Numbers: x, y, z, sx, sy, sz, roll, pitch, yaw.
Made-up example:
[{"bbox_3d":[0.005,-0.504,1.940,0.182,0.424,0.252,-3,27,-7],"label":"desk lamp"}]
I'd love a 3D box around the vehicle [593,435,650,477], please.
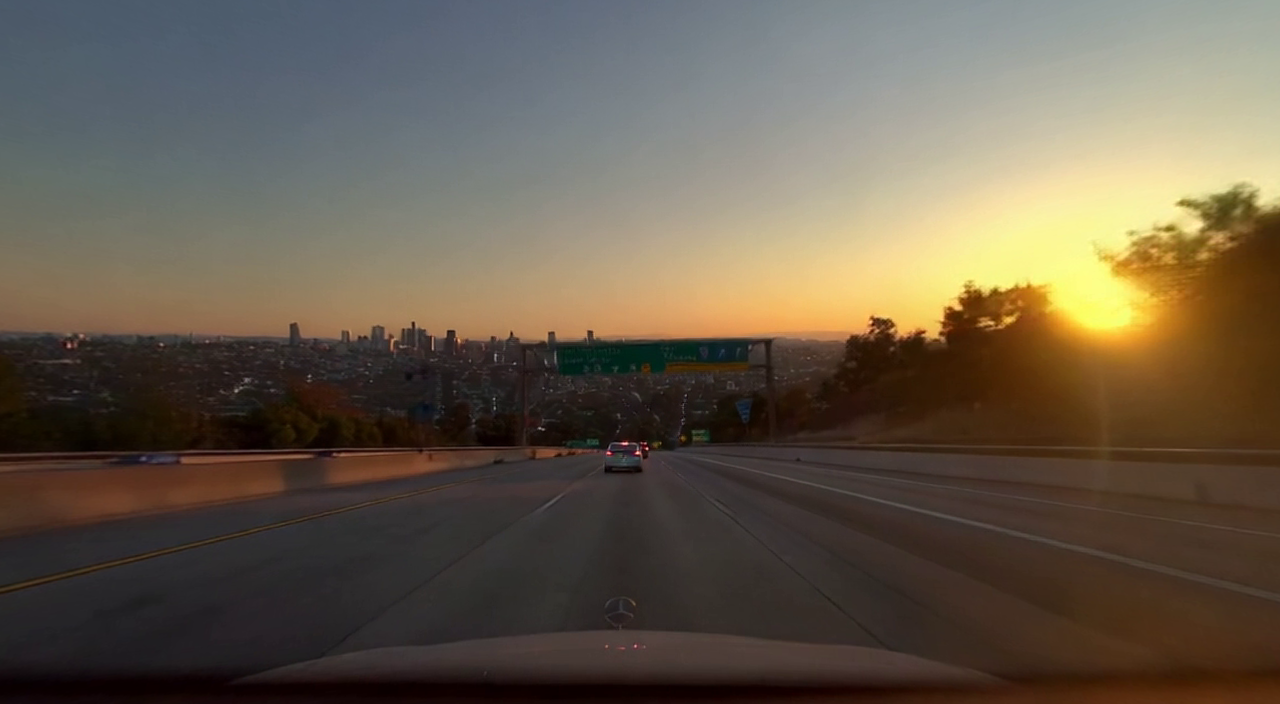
[{"bbox_3d":[-0.696,4.243,25.934,2.147,1.576,3.964,0,-8,0],"label":"vehicle"}]
